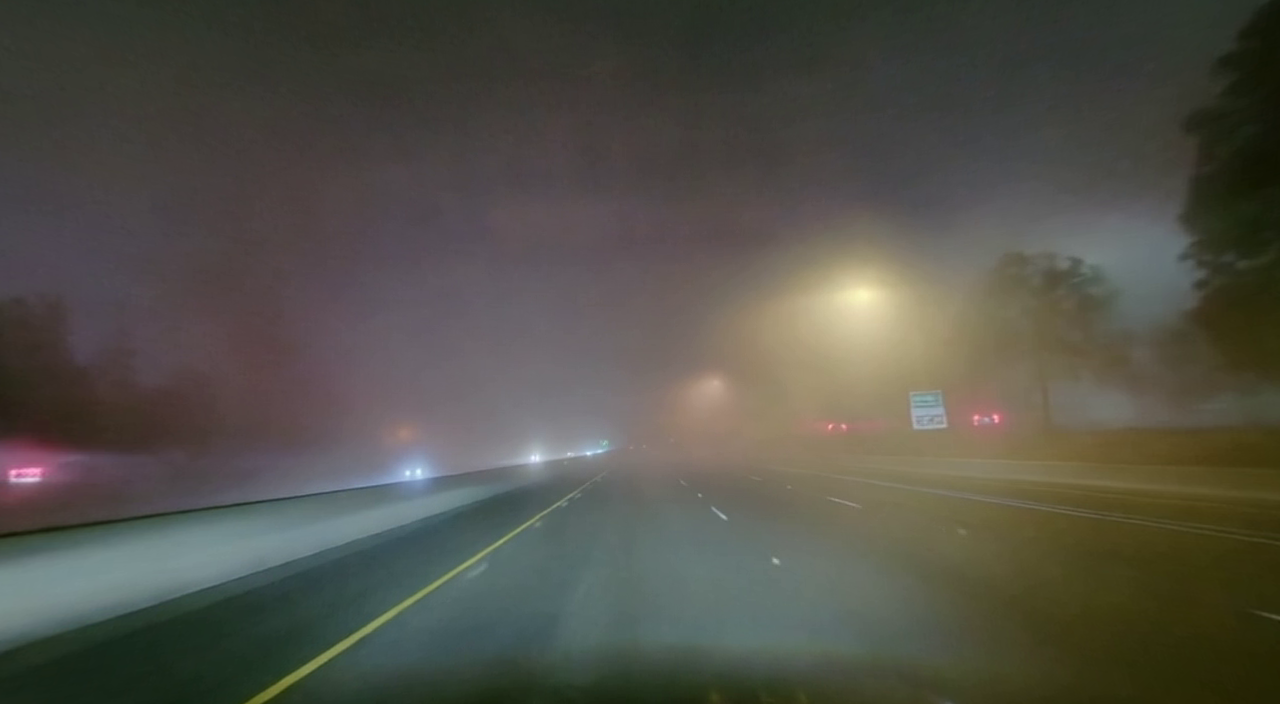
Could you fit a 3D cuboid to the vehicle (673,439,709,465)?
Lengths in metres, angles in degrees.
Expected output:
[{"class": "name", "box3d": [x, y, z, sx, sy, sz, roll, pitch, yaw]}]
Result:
[{"class": "vehicle", "box3d": [3.649, 7.256, 45.708, 2.099, 1.748, 4.331, 0, -9, -2]}]

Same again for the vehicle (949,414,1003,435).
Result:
[{"class": "vehicle", "box3d": [26.463, 5.766, 49.789, 1.887, 1.537, 3.996, 0, -8, -2]}]
